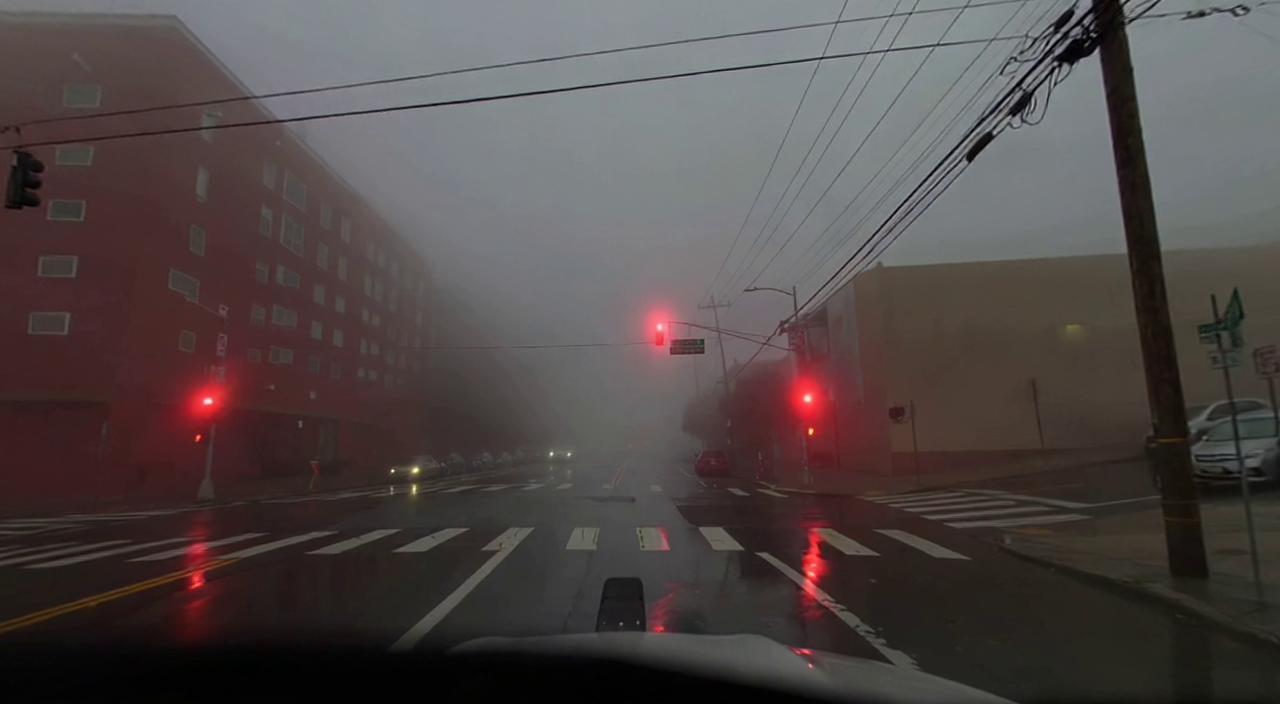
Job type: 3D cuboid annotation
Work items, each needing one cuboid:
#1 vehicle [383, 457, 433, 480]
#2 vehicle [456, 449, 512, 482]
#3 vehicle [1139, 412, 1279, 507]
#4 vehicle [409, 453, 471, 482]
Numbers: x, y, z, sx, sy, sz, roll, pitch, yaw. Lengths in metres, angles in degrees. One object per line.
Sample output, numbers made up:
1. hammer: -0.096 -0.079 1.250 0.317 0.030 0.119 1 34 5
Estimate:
1. vehicle: -16.709 8.369 45.608 1.843 1.494 4.109 0 -9 3
2. vehicle: -8.733 6.358 35.553 2.020 1.672 3.842 0 -9 3
3. vehicle: 12.630 2.152 12.782 3.234 1.746 1.941 -1 -9 1
4. vehicle: -11.974 6.946 38.050 1.943 1.574 4.727 0 -9 3
